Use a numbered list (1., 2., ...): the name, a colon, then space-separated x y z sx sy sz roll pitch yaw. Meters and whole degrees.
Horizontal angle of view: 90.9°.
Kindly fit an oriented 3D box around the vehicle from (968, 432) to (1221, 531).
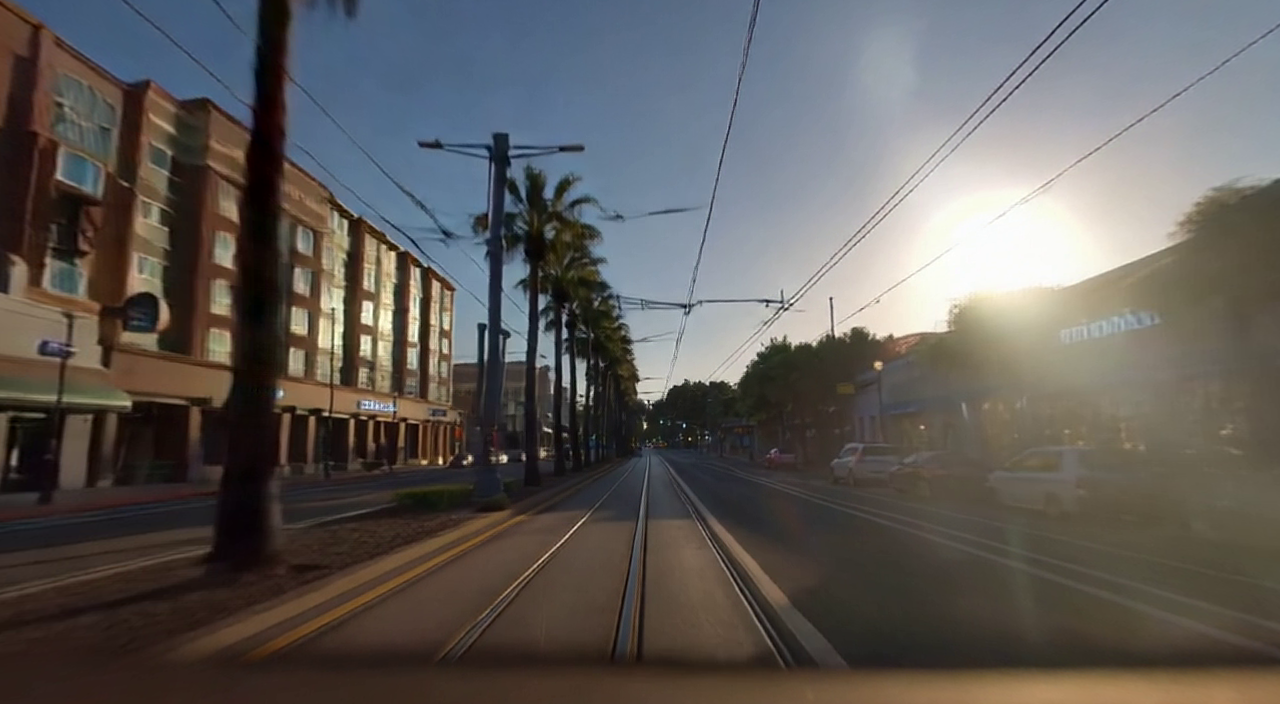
1. vehicle: 8.728 2.488 12.725 1.867 1.627 4.357 0 -8 1

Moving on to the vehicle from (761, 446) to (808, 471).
1. vehicle: 9.245 6.825 40.692 1.822 1.494 4.385 0 -8 -2

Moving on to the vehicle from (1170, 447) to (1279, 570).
1. vehicle: 8.596 1.797 6.950 1.733 1.468 4.326 0 -8 0

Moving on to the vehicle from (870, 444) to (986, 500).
1. vehicle: 8.519 3.540 19.049 1.715 1.500 3.910 0 -8 1
